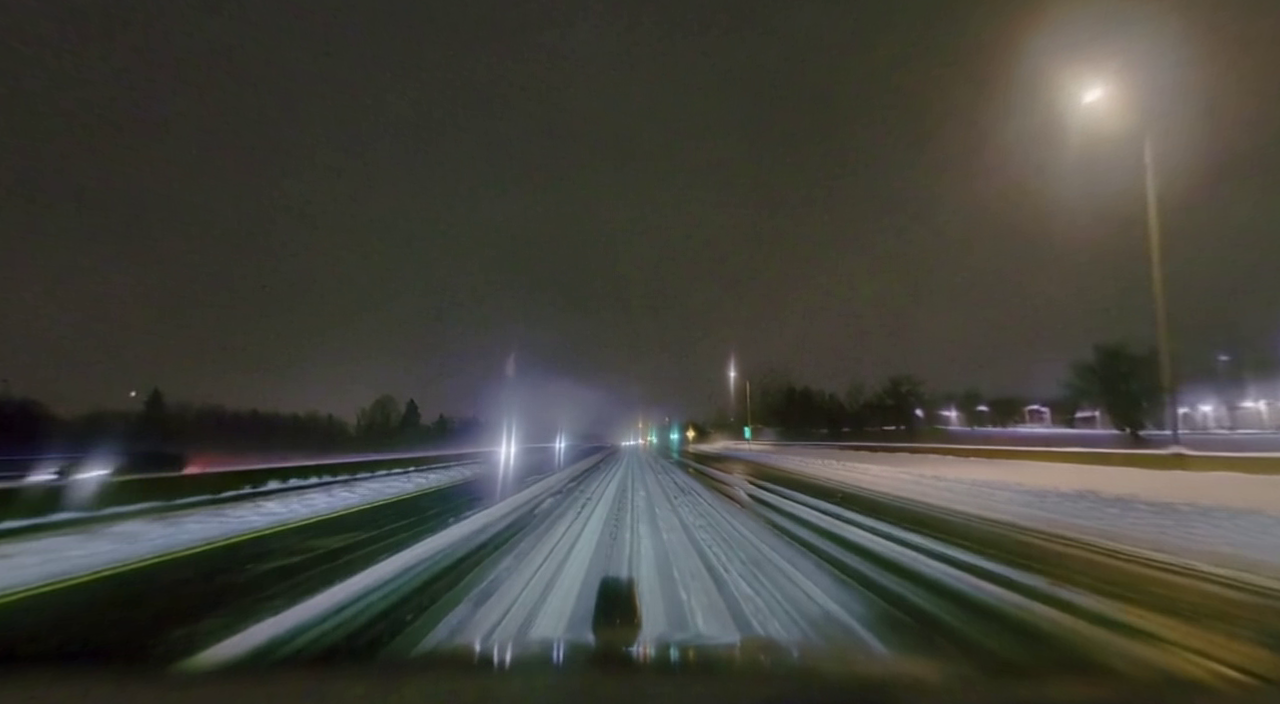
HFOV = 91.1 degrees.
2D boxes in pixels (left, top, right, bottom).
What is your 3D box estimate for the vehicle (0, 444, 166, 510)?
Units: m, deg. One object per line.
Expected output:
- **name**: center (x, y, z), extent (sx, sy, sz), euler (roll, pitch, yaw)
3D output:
- **vehicle**: center (-16.114, 3.406, 17.724), extent (1.944, 1.556, 4.504), euler (0, -8, 0)
